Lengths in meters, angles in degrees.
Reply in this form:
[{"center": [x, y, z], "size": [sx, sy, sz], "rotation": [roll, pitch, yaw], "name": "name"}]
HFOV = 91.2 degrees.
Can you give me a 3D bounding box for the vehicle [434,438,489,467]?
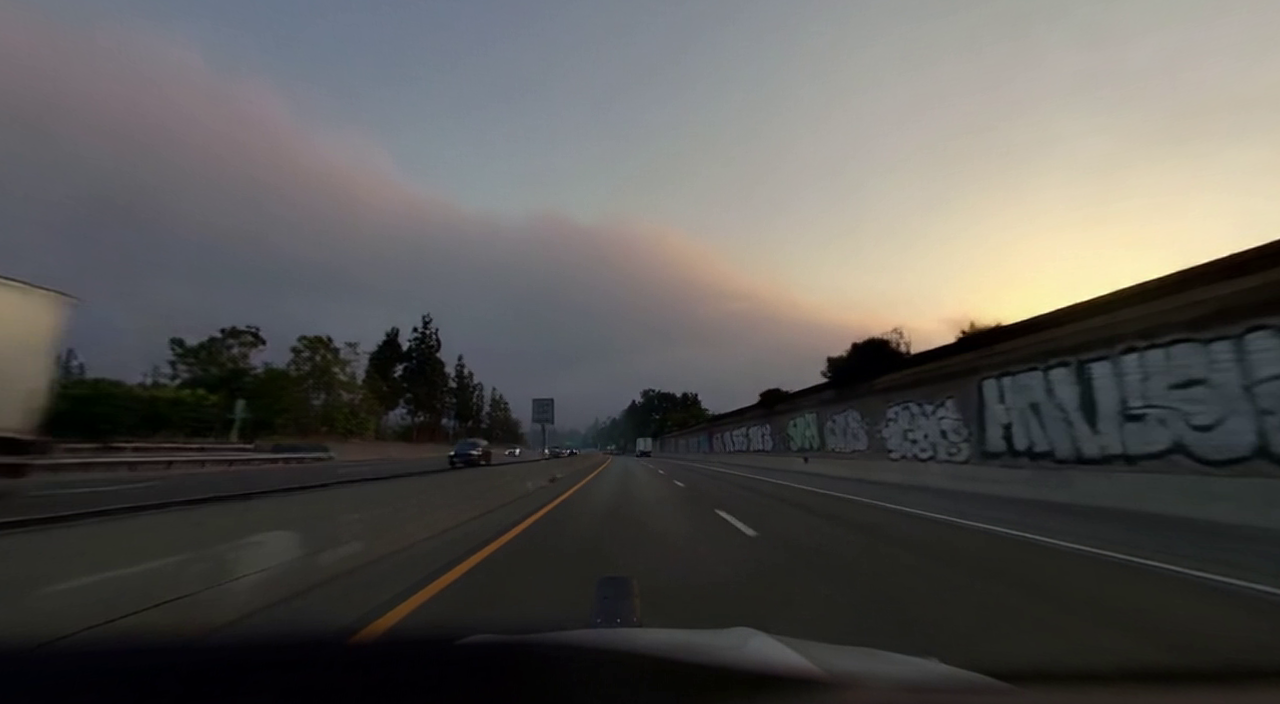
[{"center": [-9.873, 5.609, 34.997], "size": [1.916, 1.507, 4.373], "rotation": [0, -9, -1], "name": "vehicle"}]
